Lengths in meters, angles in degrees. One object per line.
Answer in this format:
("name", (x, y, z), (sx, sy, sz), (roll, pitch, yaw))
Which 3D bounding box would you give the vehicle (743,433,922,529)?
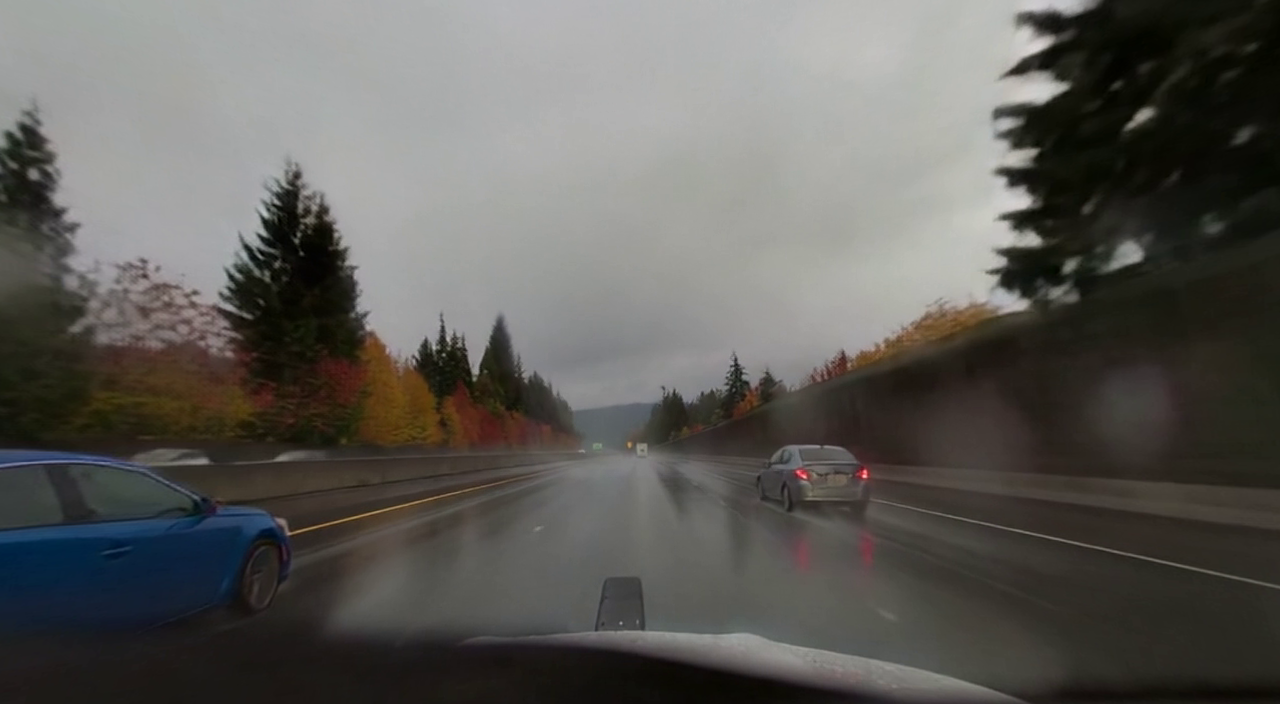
("vehicle", (3.600, 2.517, 12.911), (2.146, 1.573, 4.661), (0, -9, -1))

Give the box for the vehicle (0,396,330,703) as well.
("vehicle", (-3.944, 1.103, 3.664), (2.010, 1.550, 4.376), (0, -9, 0))
